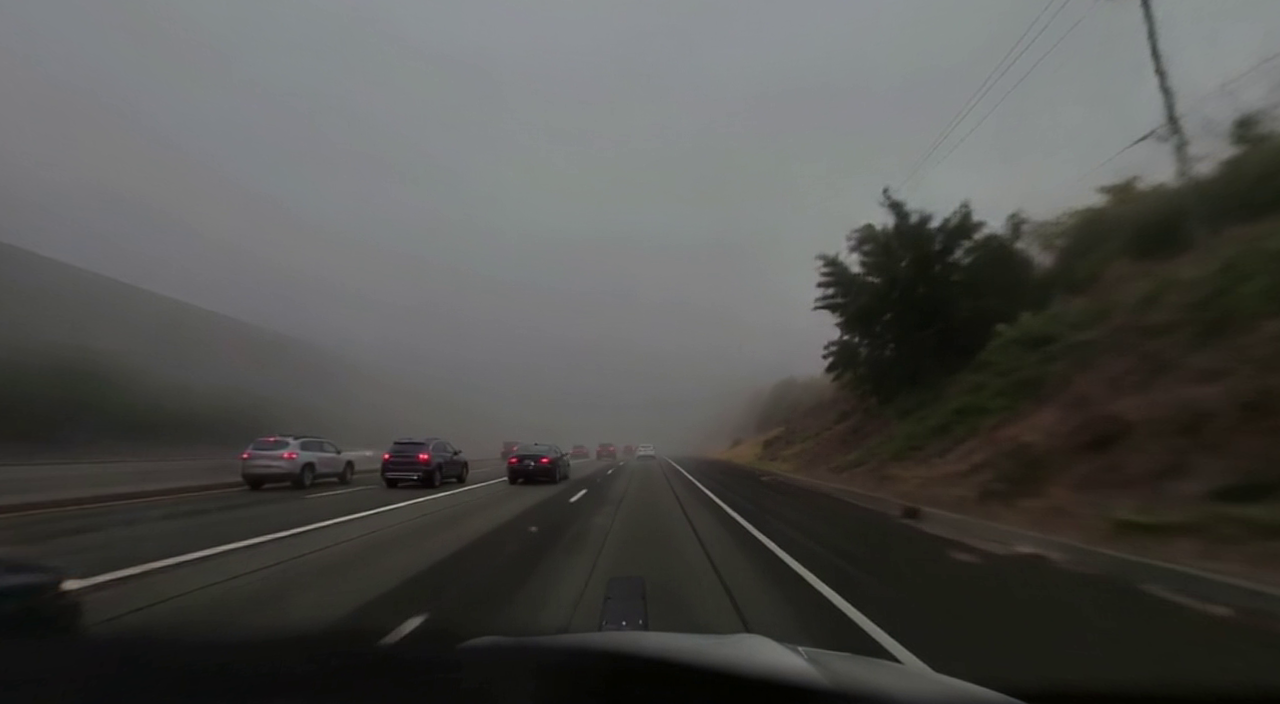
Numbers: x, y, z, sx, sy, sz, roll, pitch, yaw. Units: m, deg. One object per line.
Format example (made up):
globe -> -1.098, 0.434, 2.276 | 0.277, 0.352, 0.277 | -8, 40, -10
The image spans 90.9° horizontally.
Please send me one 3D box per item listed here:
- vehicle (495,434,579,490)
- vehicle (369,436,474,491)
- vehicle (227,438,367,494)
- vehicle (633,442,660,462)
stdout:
vehicle -> -3.433, 3.757, 21.980 | 2.052, 1.731, 4.372 | 0, -8, 2
vehicle -> -7.239, 3.715, 21.410 | 1.959, 1.652, 4.170 | 0, -8, 2
vehicle -> -11.154, 3.702, 20.972 | 1.951, 1.628, 4.617 | 0, -8, 1
vehicle -> 0.483, 7.833, 49.543 | 2.074, 1.465, 3.977 | 0, -8, 0
